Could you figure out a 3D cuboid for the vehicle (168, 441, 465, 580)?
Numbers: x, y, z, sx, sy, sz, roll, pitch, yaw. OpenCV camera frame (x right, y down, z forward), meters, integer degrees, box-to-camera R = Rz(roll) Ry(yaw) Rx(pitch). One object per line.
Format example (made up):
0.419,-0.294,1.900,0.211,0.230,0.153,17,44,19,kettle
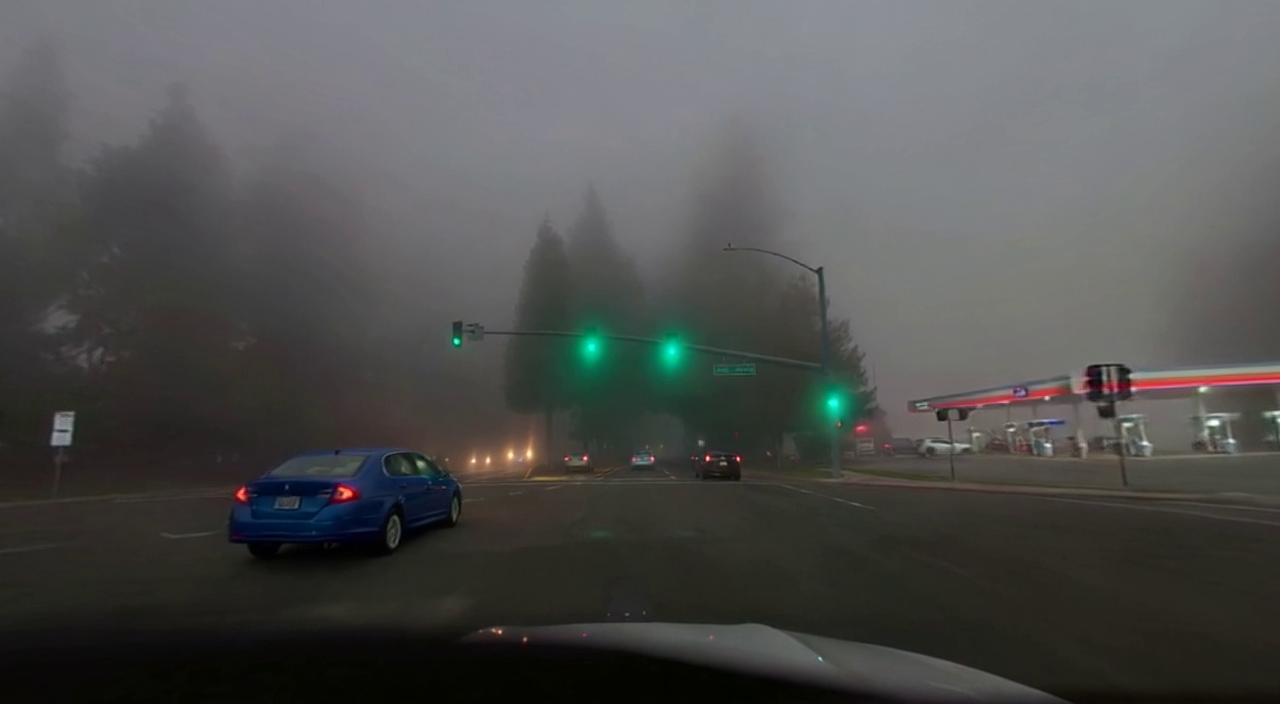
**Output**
-4.105,2.035,9.031,1.803,1.463,4.422,0,-8,2,vehicle

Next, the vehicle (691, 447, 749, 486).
3.266,4.766,26.504,1.883,1.465,3.975,0,-8,-1,vehicle

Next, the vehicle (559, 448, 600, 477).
-3.330,6.174,35.480,1.841,1.474,4.038,0,-8,1,vehicle

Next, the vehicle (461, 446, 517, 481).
-8.262,6.106,34.919,1.922,1.660,4.332,-3,-8,2,vehicle

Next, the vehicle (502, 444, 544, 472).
-8.475,7.709,46.316,2.370,1.909,5.431,0,-8,-4,vehicle
